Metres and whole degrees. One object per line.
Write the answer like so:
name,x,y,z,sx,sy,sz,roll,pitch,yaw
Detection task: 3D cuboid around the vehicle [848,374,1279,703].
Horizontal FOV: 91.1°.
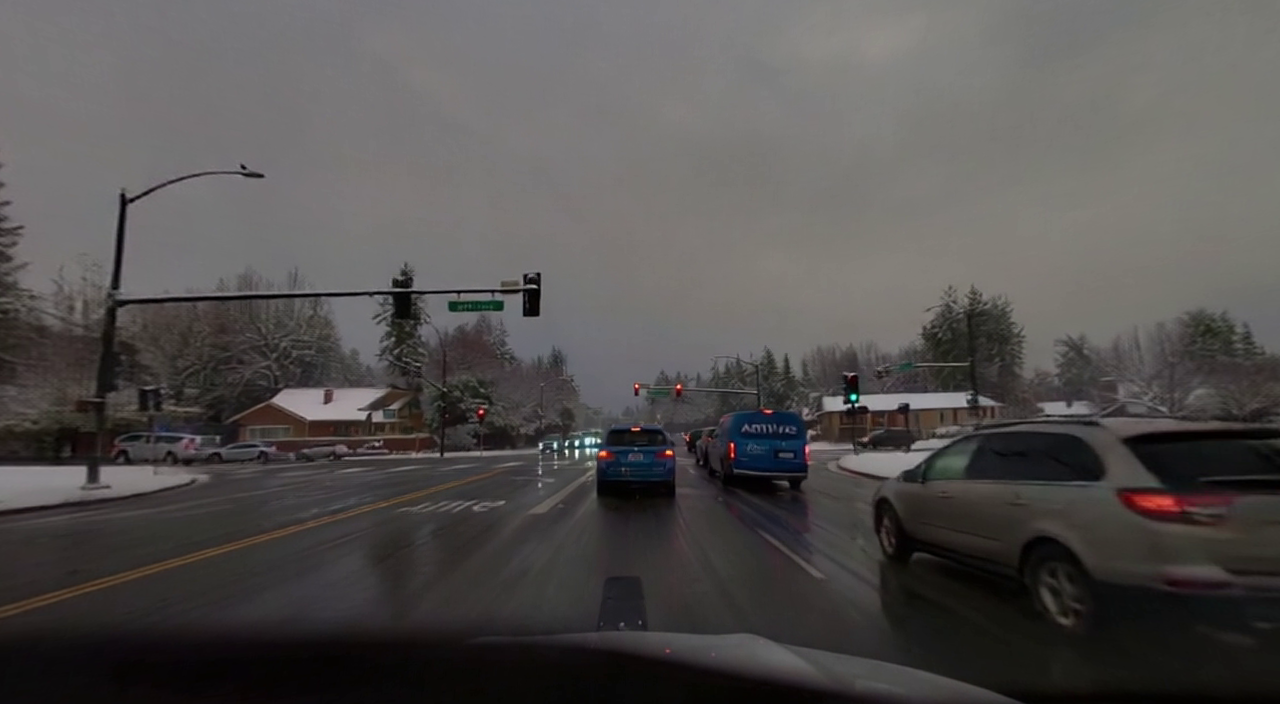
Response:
vehicle,3.319,1.166,4.729,1.934,1.506,4.544,0,-8,0

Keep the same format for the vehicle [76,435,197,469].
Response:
vehicle,-28.219,5.613,35.356,4.757,1.841,2.121,1,-8,-7

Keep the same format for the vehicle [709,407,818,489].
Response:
vehicle,3.156,2.583,16.997,2.059,1.924,4.257,0,-8,0

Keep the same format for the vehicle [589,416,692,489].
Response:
vehicle,0.046,2.590,16.383,2.321,1.624,4.367,0,-8,1

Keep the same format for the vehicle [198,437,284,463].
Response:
vehicle,-25.073,6.159,39.567,4.073,1.603,1.920,1,-8,-8
